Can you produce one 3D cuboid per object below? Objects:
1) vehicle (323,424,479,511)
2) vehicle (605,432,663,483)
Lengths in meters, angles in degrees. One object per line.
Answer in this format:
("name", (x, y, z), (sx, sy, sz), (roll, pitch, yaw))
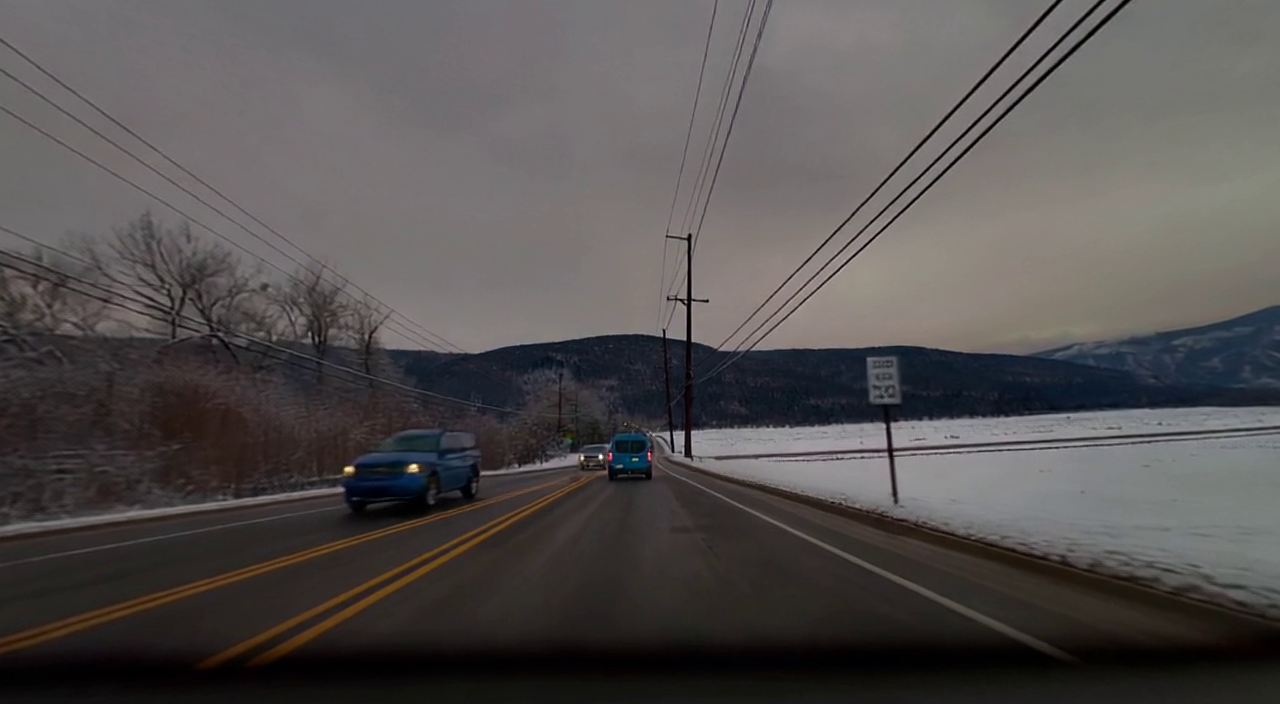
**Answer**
("vehicle", (-6.538, 3.213, 18.059), (2.213, 2.108, 5.027), (0, -9, 4))
("vehicle", (-0.204, 4.822, 29.091), (2.454, 2.144, 4.535), (0, -8, 1))
